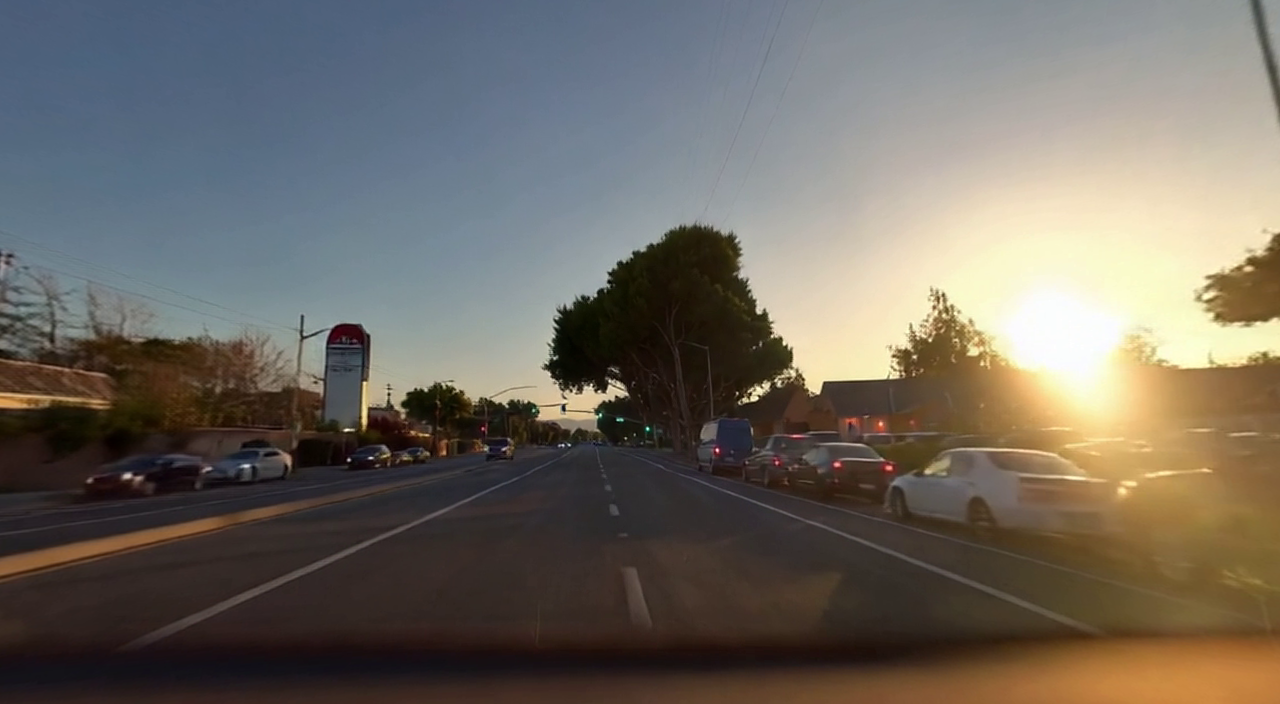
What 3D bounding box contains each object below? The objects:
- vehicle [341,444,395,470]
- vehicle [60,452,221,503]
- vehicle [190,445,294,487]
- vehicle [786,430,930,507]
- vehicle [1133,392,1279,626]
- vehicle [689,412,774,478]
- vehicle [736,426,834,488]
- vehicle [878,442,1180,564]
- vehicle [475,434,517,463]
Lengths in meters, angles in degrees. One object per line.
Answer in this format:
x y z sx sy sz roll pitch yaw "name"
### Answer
-18.509 7.161 43.086 2.021 1.695 4.372 1 -8 -4 "vehicle"
-17.049 4.261 21.852 2.036 1.478 4.615 0 -8 -4 "vehicle"
-17.489 4.984 27.935 1.928 1.718 4.279 0 -8 -3 "vehicle"
5.578 3.030 16.834 1.952 1.771 4.385 1 -8 -5 "vehicle"
6.373 1.070 3.700 2.092 1.887 5.632 1 -8 -4 "vehicle"
4.378 4.584 31.477 2.739 2.866 6.142 -1 -7 -5 "vehicle"
5.136 3.807 23.200 2.002 2.010 5.145 1 -8 -5 "vehicle"
5.758 2.232 10.237 1.902 1.494 4.622 0 -8 -1 "vehicle"
-10.604 7.125 46.684 2.235 2.023 4.923 1 -8 -4 "vehicle"
